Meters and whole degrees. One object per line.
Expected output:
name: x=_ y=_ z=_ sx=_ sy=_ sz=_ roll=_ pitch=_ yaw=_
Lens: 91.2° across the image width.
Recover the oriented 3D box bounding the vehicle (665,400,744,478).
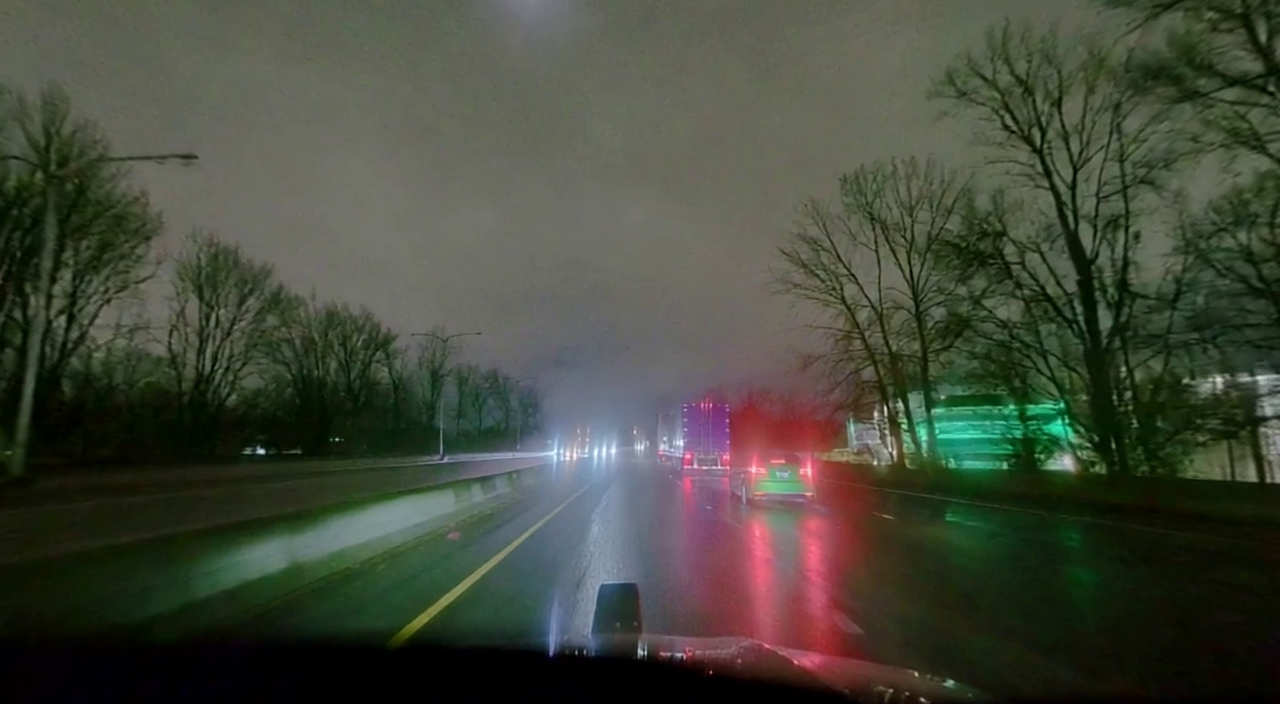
vehicle: x=3.285 y=5.157 z=36.568 sx=2.916 sy=3.563 sz=14.462 roll=0 pitch=-9 yaw=-1

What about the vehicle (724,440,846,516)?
vehicle: x=3.300 y=2.932 z=15.114 sx=1.971 sy=1.558 sz=3.834 roll=0 pitch=-9 yaw=-1
